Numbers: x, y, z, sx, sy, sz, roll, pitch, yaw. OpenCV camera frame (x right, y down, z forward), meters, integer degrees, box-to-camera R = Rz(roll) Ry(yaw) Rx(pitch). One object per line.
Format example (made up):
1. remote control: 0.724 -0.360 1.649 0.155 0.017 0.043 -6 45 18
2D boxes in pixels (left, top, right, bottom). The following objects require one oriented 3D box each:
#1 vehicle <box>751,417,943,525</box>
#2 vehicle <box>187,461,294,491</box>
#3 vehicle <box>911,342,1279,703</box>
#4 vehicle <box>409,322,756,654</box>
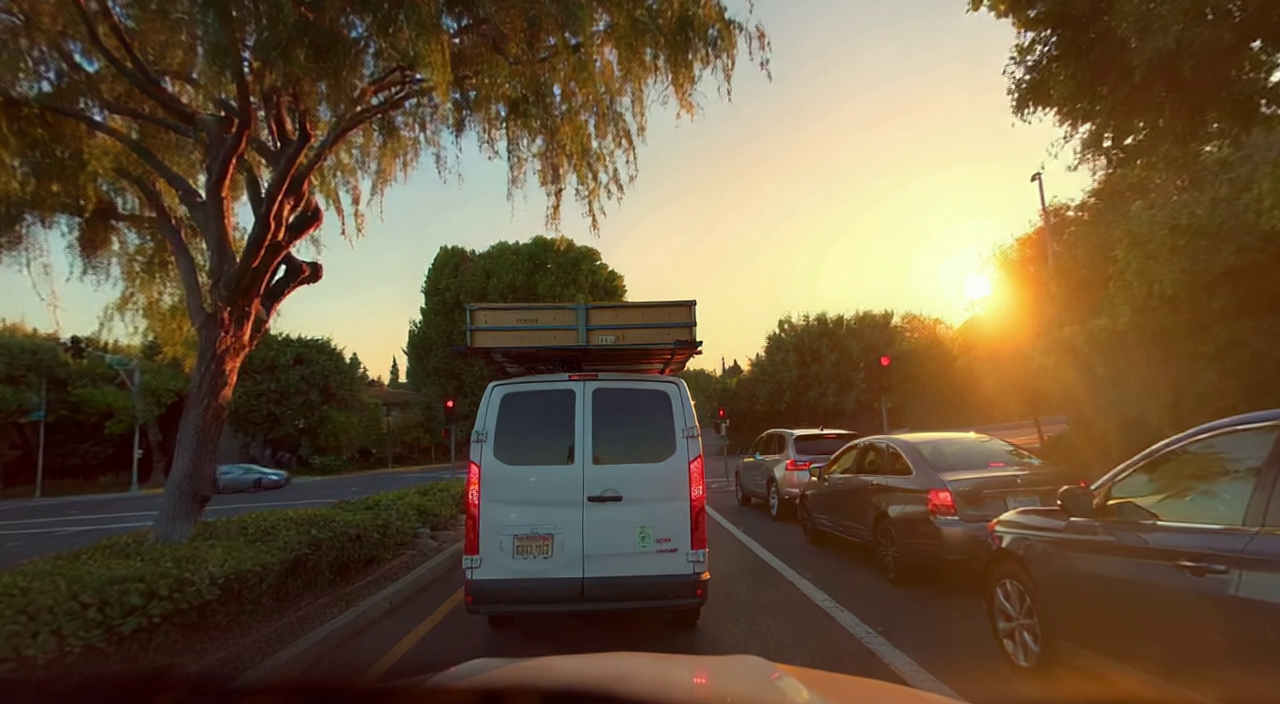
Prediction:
1. vehicle: 3.697 2.215 12.274 2.024 1.692 4.252 1 -9 -4
2. vehicle: -19.454 6.045 31.004 4.135 1.321 1.687 3 -9 -22
3. vehicle: 3.456 0.941 3.400 1.965 1.671 4.146 0 -9 -3
4. vehicle: -0.359 1.155 6.193 2.145 2.089 4.309 0 -9 0
